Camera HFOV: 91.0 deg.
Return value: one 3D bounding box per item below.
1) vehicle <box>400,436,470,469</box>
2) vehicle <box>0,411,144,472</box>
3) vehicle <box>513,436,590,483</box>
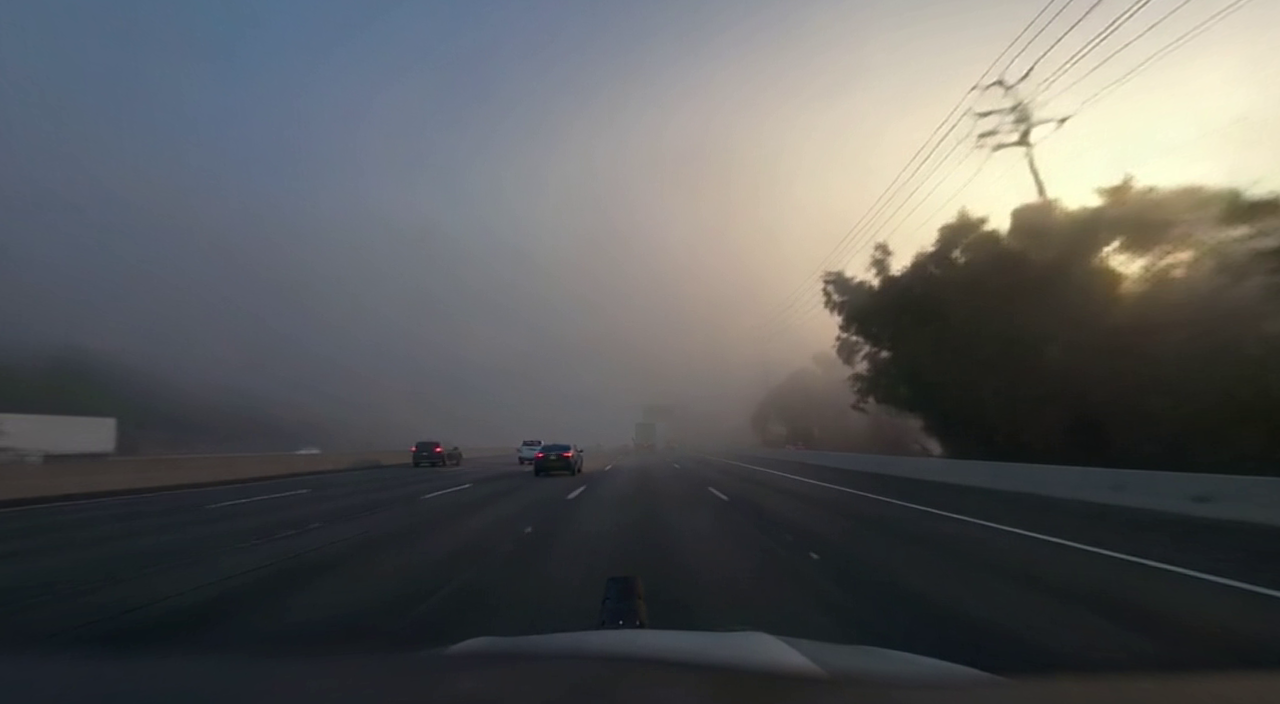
[{"bbox_3d":[-10.793,5.317,33.531,2.058,1.621,4.739,0,-9,1],"label":"vehicle"},{"bbox_3d":[-44.379,6.522,45.583,2.912,4.085,16.607,0,-9,2],"label":"vehicle"},{"bbox_3d":[-3.123,3.938,23.388,2.045,1.532,4.954,0,-9,1],"label":"vehicle"}]
